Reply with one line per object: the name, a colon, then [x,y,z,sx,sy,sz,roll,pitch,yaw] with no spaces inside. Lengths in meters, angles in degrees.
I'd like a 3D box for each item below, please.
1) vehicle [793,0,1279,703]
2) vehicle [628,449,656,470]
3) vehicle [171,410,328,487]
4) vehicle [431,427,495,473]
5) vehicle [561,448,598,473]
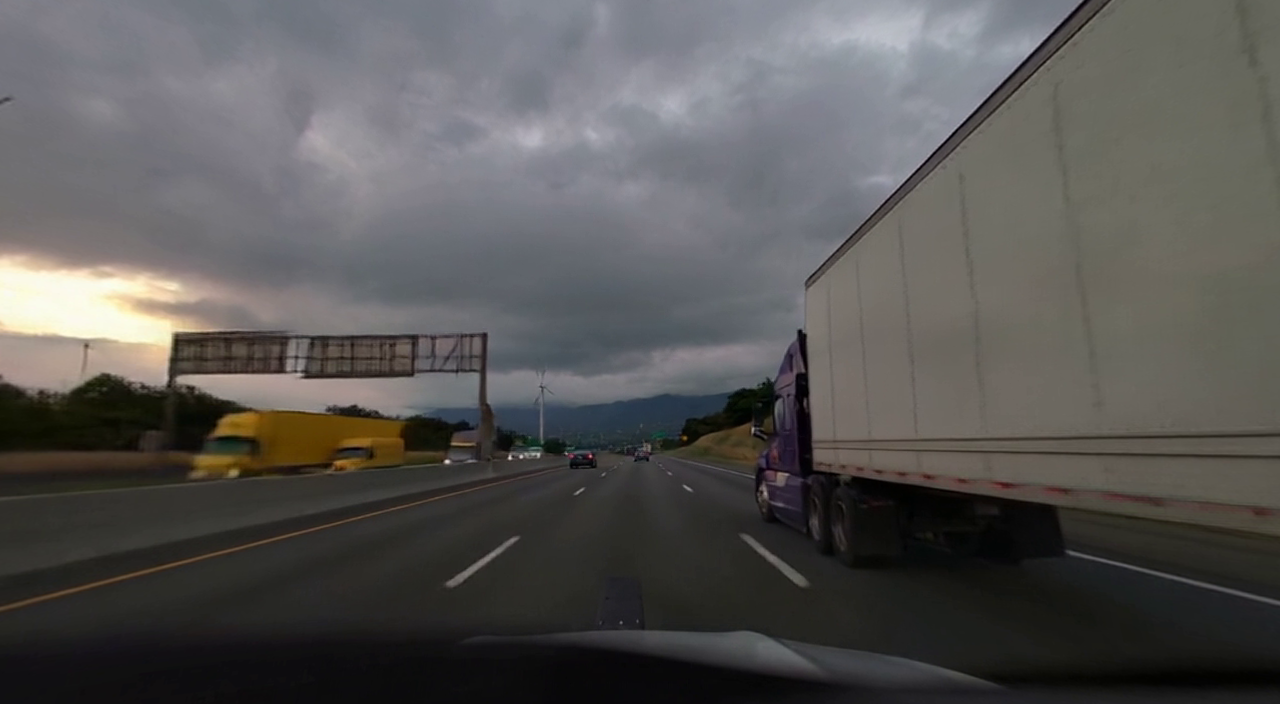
vehicle: [3.800,-0.288,2.386,2.947,3.989,13.568,0,-9,0]
vehicle: [0.130,7.825,46.285,1.931,1.453,3.695,0,-9,0]
vehicle: [-19.641,4.962,32.530,2.983,3.448,7.709,0,-9,1]
vehicle: [-11.852,6.651,42.876,2.445,2.805,6.838,0,-9,-1]
vehicle: [-3.907,7.078,41.385,1.952,1.521,4.095,0,-9,1]
